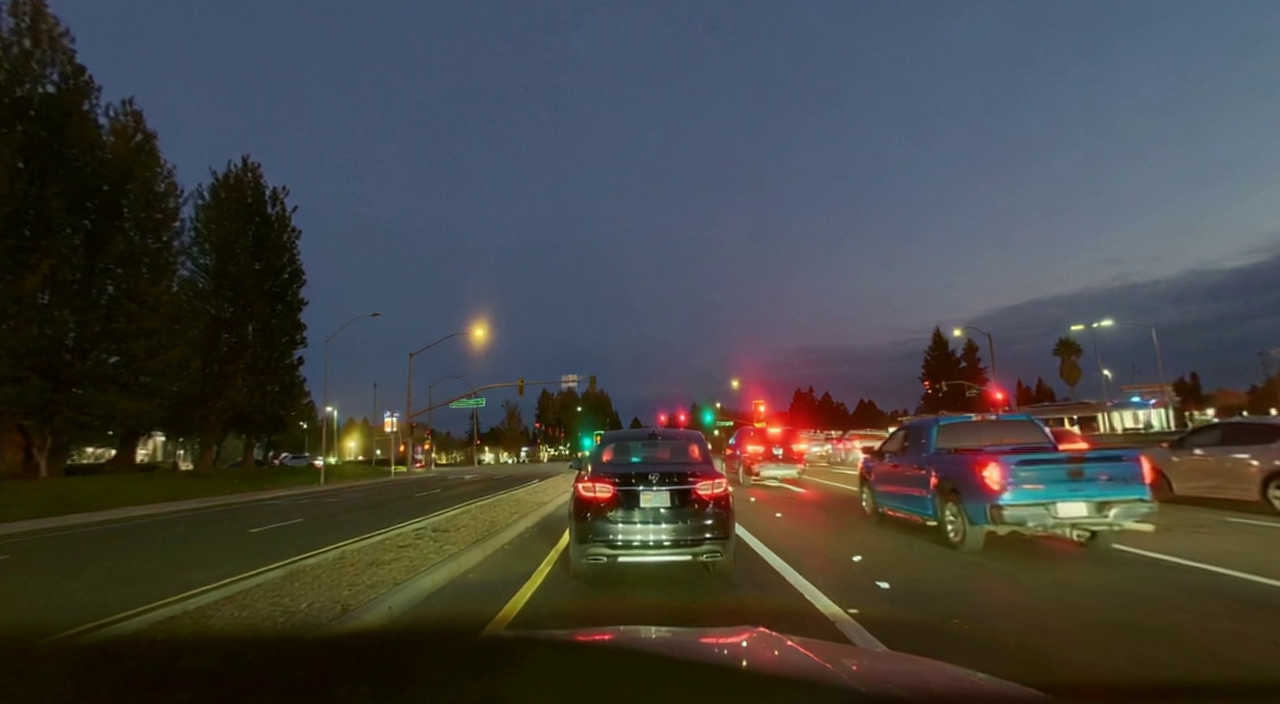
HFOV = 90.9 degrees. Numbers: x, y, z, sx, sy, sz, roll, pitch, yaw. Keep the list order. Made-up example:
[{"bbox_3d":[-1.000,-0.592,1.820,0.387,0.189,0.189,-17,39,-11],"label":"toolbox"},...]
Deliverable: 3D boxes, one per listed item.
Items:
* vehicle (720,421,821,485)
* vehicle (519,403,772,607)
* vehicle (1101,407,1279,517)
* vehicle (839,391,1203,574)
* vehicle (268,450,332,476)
[{"bbox_3d":[4.369,3.524,22.259,2.319,1.930,5.651,0,-8,0],"label":"vehicle"},{"bbox_3d":[0.006,1.568,7.328,2.116,1.677,3.948,0,-8,-1],"label":"vehicle"},{"bbox_3d":[11.440,2.021,11.881,1.850,1.778,4.793,0,-8,0],"label":"vehicle"},{"bbox_3d":[4.556,1.643,8.684,2.019,1.803,4.634,0,-8,-1],"label":"vehicle"},{"bbox_3d":[-24.064,7.827,44.847,1.798,1.706,4.385,-1,-8,6],"label":"vehicle"}]
